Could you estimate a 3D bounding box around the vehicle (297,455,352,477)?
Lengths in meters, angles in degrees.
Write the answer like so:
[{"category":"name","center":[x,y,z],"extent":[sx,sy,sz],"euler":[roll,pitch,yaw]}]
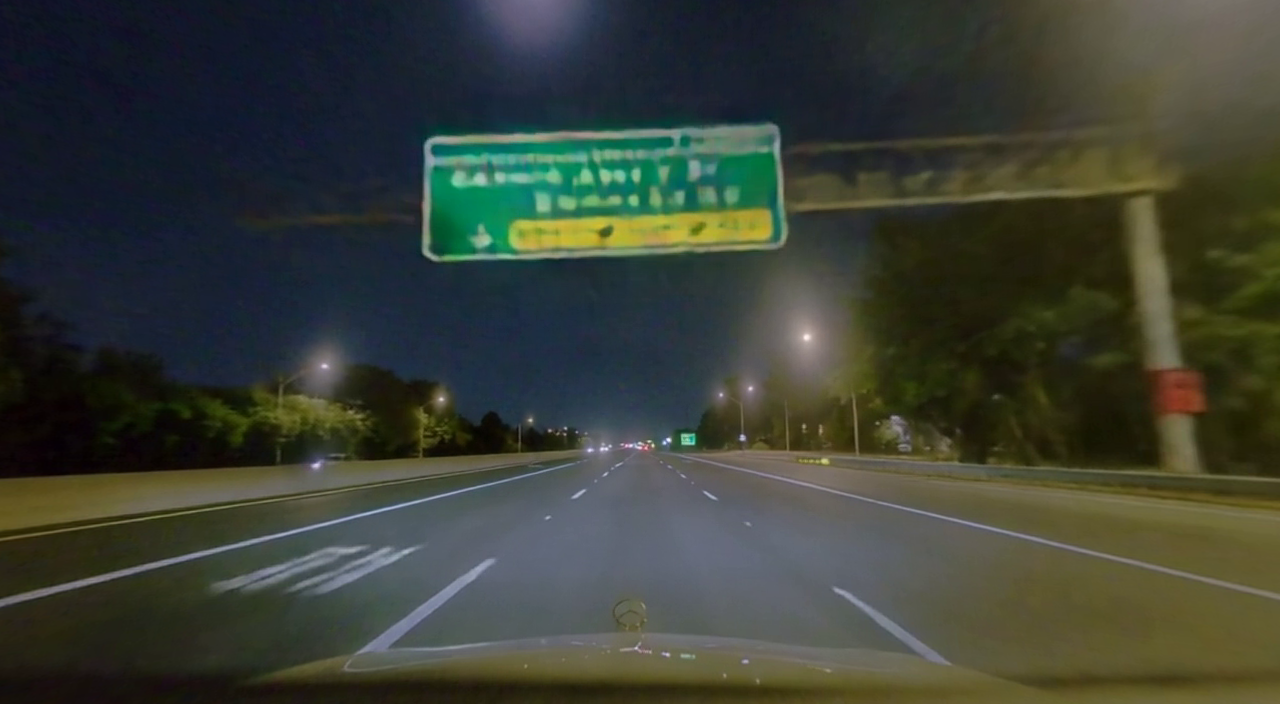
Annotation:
[{"category":"vehicle","center":[-24.326,8.768,48.662],"extent":[1.864,1.501,4.468],"euler":[0,-9,1]}]
